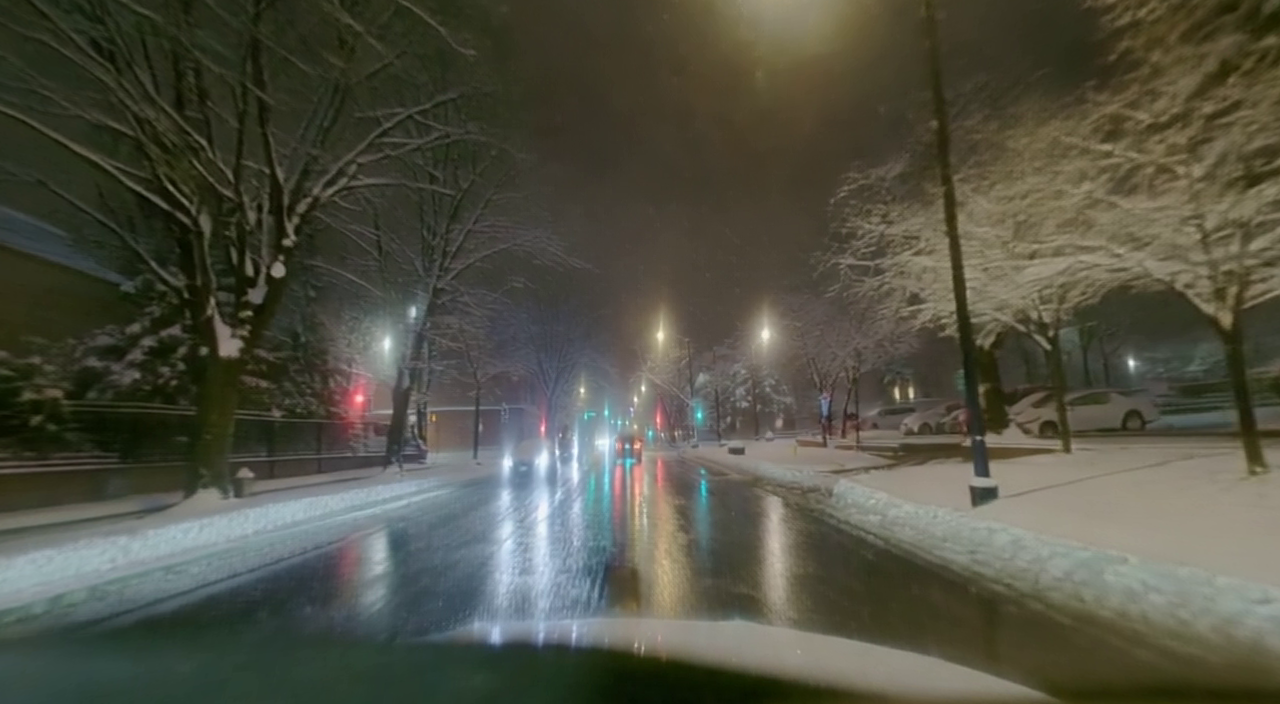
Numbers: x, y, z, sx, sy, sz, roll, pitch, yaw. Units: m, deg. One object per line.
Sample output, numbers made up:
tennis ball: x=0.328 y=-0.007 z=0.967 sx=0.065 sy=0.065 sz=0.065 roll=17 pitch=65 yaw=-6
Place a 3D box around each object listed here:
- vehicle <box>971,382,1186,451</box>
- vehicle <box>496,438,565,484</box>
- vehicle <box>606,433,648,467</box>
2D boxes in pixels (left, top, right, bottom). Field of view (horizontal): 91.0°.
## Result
vehicle: x=12.004 y=1.817 z=17.555 sx=4.349 sy=1.462 sz=1.982 roll=-5 pitch=-7 yaw=6
vehicle: x=-3.861 y=3.894 z=22.861 sx=1.973 sy=1.512 sz=3.524 roll=0 pitch=-8 yaw=-2
vehicle: x=-0.665 y=5.257 z=33.929 sx=2.142 sy=1.686 sz=3.816 roll=-1 pitch=-8 yaw=0
